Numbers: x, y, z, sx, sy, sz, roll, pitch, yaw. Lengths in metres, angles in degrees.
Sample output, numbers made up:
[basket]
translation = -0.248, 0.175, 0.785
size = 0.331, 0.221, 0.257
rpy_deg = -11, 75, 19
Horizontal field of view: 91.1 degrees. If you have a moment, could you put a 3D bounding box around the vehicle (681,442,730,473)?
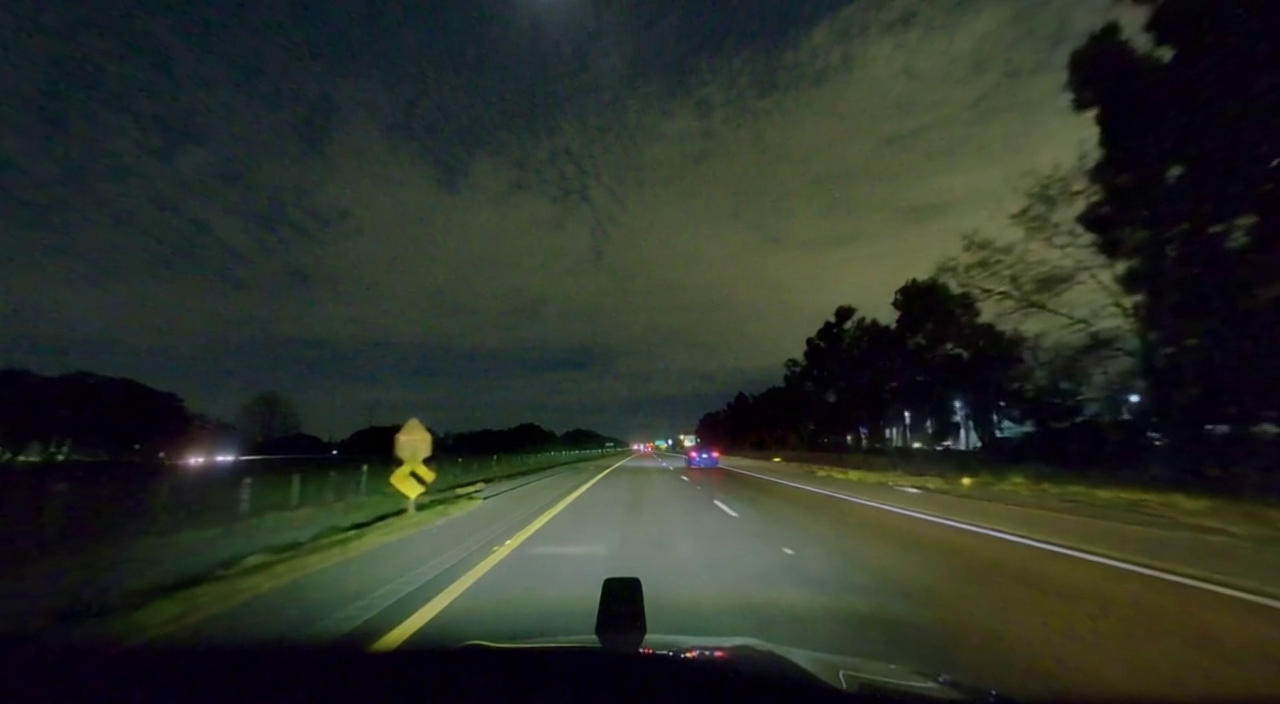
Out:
[vehicle]
translation = 3.387, 5.533, 33.250
size = 2.079, 1.531, 3.997
rpy_deg = 0, -9, -2
